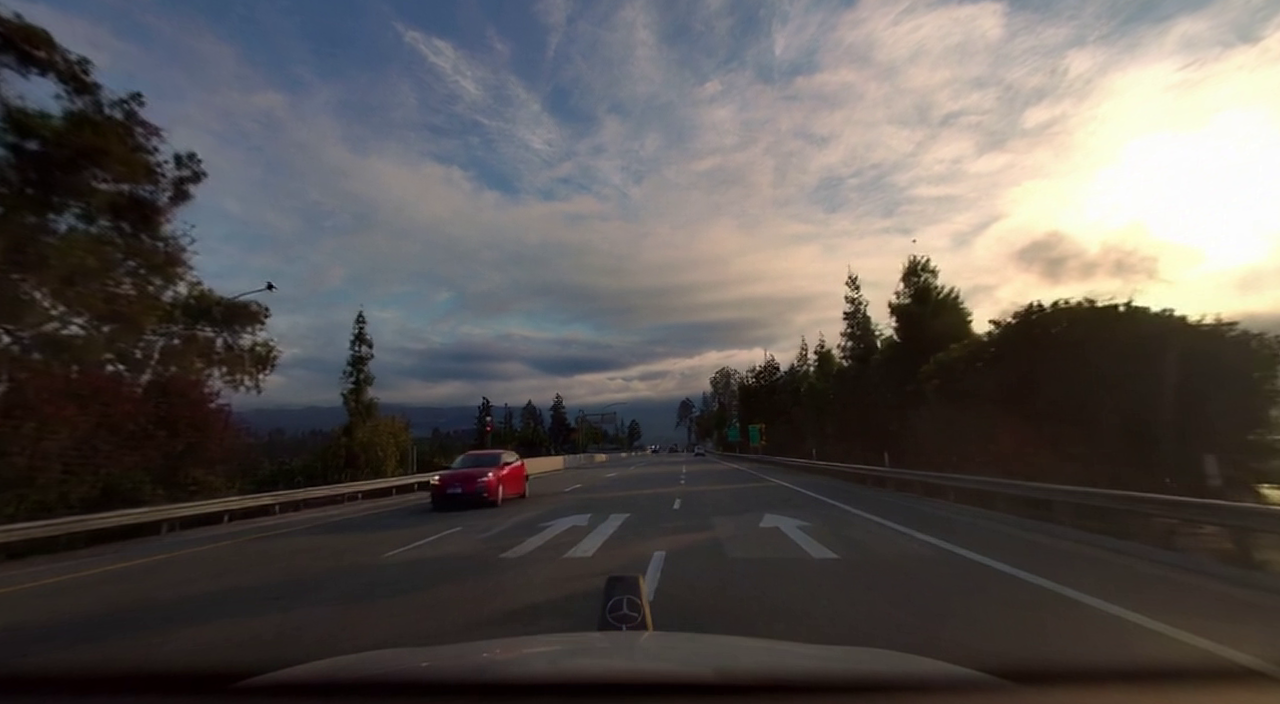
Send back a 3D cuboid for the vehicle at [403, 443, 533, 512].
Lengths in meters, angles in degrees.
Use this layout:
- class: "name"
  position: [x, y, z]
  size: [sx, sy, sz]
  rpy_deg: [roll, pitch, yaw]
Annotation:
- class: "vehicle"
  position: [-4.644, 3.458, 17.845]
  size: [2.095, 1.678, 4.421]
  rpy_deg: [-1, -9, 5]
